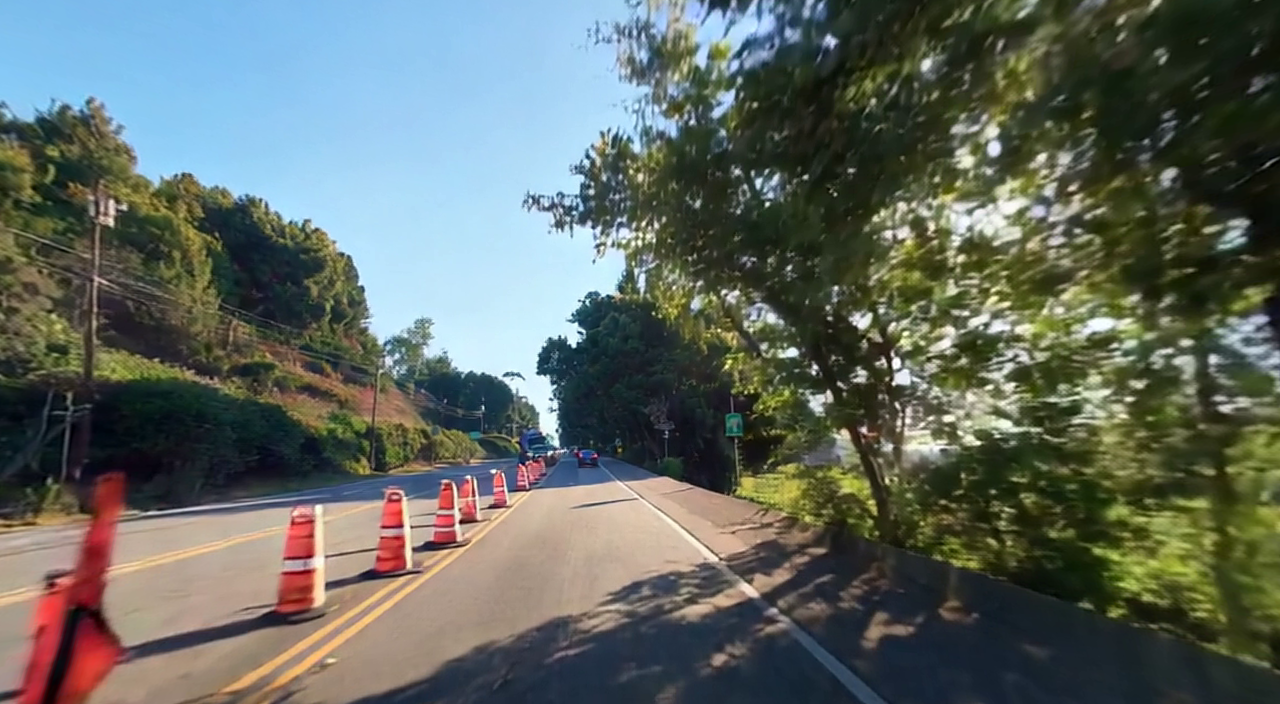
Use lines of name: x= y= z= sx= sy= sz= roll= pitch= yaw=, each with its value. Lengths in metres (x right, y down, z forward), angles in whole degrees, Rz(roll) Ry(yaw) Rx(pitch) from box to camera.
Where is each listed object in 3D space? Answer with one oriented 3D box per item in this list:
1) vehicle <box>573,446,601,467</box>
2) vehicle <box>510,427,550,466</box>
vehicle: x=-4.032 y=7.912 z=48.031 sx=2.013 sy=1.481 sz=4.356 roll=1 pitch=-8 yaw=-5
vehicle: x=-7.656 y=6.603 z=44.311 sx=2.380 sy=2.488 sz=4.028 roll=2 pitch=-8 yaw=-6
